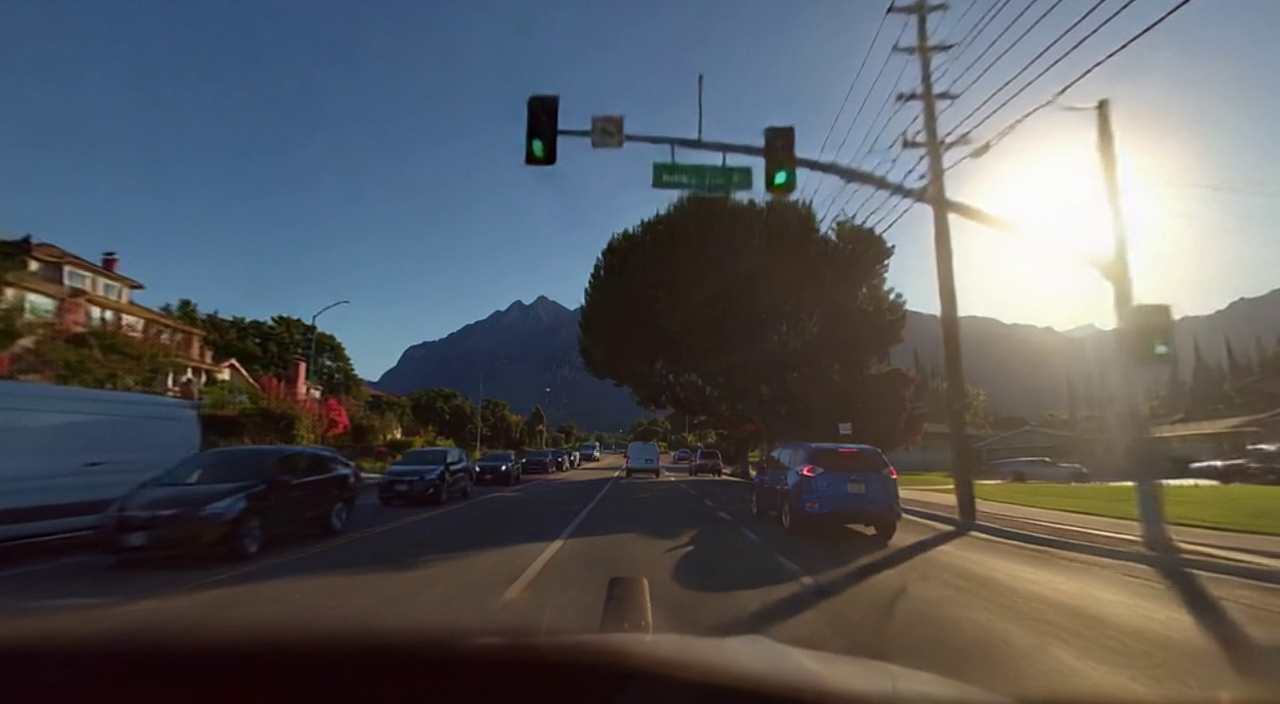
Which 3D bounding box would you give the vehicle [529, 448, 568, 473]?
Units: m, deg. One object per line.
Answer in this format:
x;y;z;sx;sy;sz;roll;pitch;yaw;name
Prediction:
-6.408;7.660;44.690;2.095;1.695;4.431;0;-9;0;vehicle

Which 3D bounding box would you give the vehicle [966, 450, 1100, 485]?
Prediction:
17.373;5.100;28.040;4.656;1.461;1.955;0;-9;0;vehicle

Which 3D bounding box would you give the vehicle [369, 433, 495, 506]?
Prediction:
-6.142;3.523;19.472;1.993;1.884;5.481;0;-9;0;vehicle

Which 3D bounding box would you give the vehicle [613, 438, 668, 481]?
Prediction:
-0.007;5.482;32.375;2.636;2.011;5.130;0;-8;-1;vehicle

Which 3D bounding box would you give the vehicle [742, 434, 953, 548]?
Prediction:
3.454;2.404;11.718;2.155;1.658;4.721;0;-9;-2;vehicle

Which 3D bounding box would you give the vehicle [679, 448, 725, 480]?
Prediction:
3.327;6.099;34.700;1.957;1.646;4.355;0;-9;-1;vehicle

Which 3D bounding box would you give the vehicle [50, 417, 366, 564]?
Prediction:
-6.347;2.055;10.105;1.983;1.801;4.391;0;-8;-1;vehicle
